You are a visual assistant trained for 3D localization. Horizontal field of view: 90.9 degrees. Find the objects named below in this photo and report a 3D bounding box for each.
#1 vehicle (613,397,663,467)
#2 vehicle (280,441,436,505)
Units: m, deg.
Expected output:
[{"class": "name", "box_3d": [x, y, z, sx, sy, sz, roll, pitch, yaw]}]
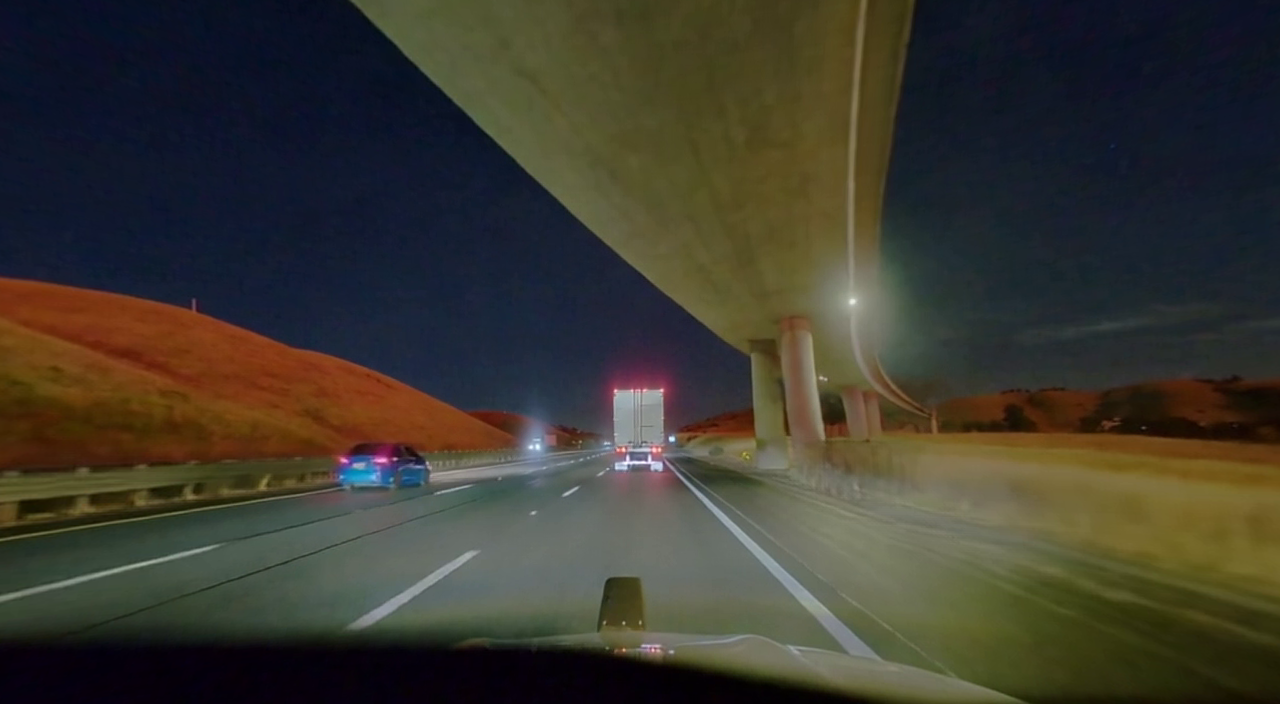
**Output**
[{"class": "vehicle", "box_3d": [-0.028, 5.426, 41.843, 2.866, 4.014, 11.261, 0, -8, 1]}, {"class": "vehicle", "box_3d": [-7.386, 3.188, 17.159, 2.078, 1.496, 4.563, 0, -8, 1]}]
